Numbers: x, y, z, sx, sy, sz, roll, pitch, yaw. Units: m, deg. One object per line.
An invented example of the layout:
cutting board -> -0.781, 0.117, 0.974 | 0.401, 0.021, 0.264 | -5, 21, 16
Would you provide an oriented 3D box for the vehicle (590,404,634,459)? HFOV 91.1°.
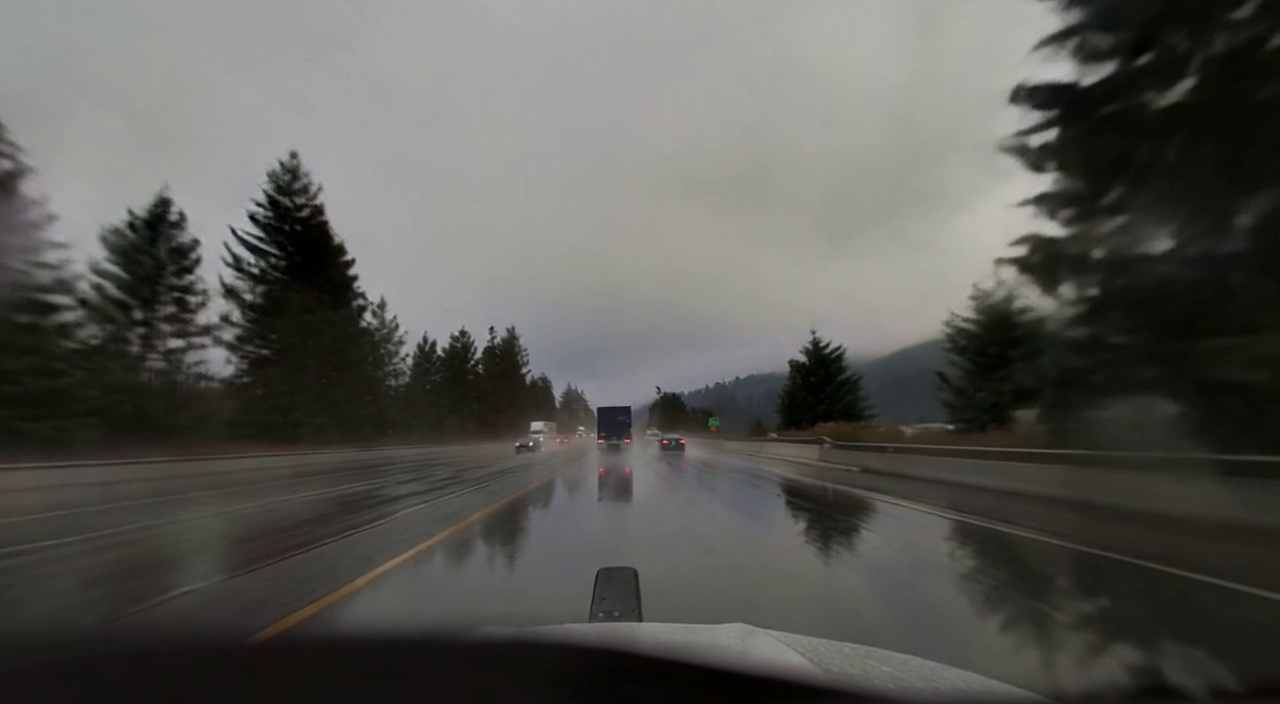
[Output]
vehicle -> -1.742, 4.972, 39.139 | 2.450, 3.098, 6.965 | 0, -8, -2
